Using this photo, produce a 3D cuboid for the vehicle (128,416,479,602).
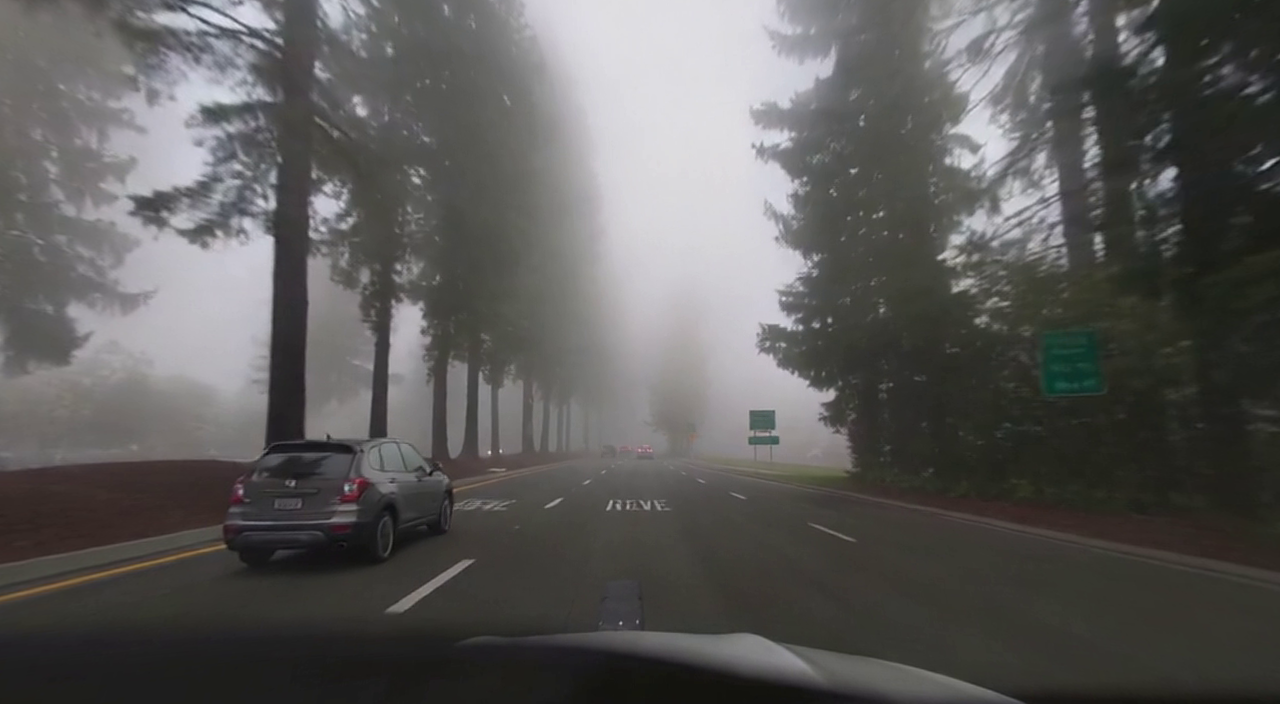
[{"bbox_3d":[-3.464,1.676,7.643,1.942,1.588,4.172,0,-9,0],"label":"vehicle"}]
